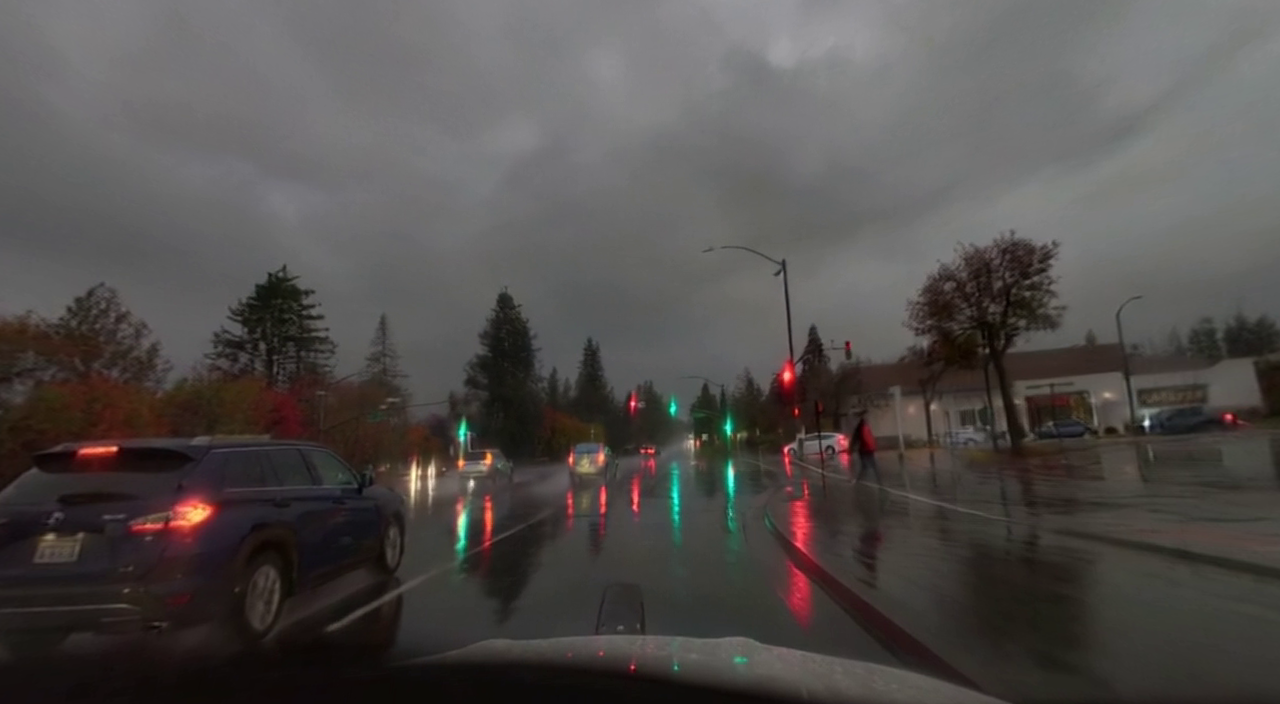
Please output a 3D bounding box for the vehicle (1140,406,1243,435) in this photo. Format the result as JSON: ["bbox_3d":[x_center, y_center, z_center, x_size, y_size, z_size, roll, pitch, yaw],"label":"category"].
[{"bbox_3d":[36.352,4.602,41.831,4.852,1.680,1.997,-6,-11,36],"label":"vehicle"}]

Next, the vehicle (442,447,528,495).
[{"bbox_3d":[-6.452,4.976,26.871,2.160,1.779,4.549,-3,-9,5],"label":"vehicle"}]

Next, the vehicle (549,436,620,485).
[{"bbox_3d":[-2.277,4.641,27.074,2.167,1.832,4.679,-2,-10,6],"label":"vehicle"}]

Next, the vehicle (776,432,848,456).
[{"bbox_3d":[13.242,7.162,48.836,4.916,1.746,2.077,-7,-11,36],"label":"vehicle"}]

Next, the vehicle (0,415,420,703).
[{"bbox_3d":[-3.808,1.528,5.735,2.002,1.664,4.113,-2,-8,3],"label":"vehicle"}]
